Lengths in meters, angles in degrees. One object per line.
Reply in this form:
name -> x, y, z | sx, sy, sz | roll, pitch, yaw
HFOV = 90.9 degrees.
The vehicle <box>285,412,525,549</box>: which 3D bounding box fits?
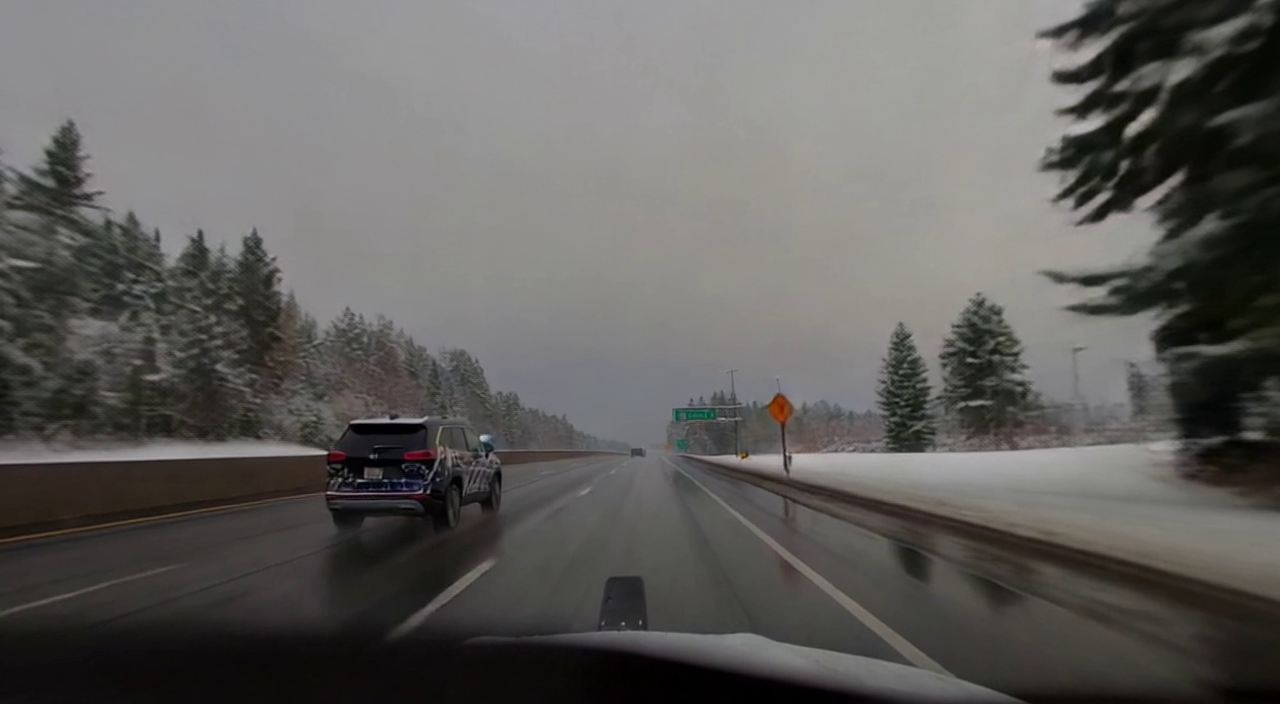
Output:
vehicle -> -3.576, 2.051, 10.816 | 2.183, 1.803, 4.685 | 0, -8, 2
